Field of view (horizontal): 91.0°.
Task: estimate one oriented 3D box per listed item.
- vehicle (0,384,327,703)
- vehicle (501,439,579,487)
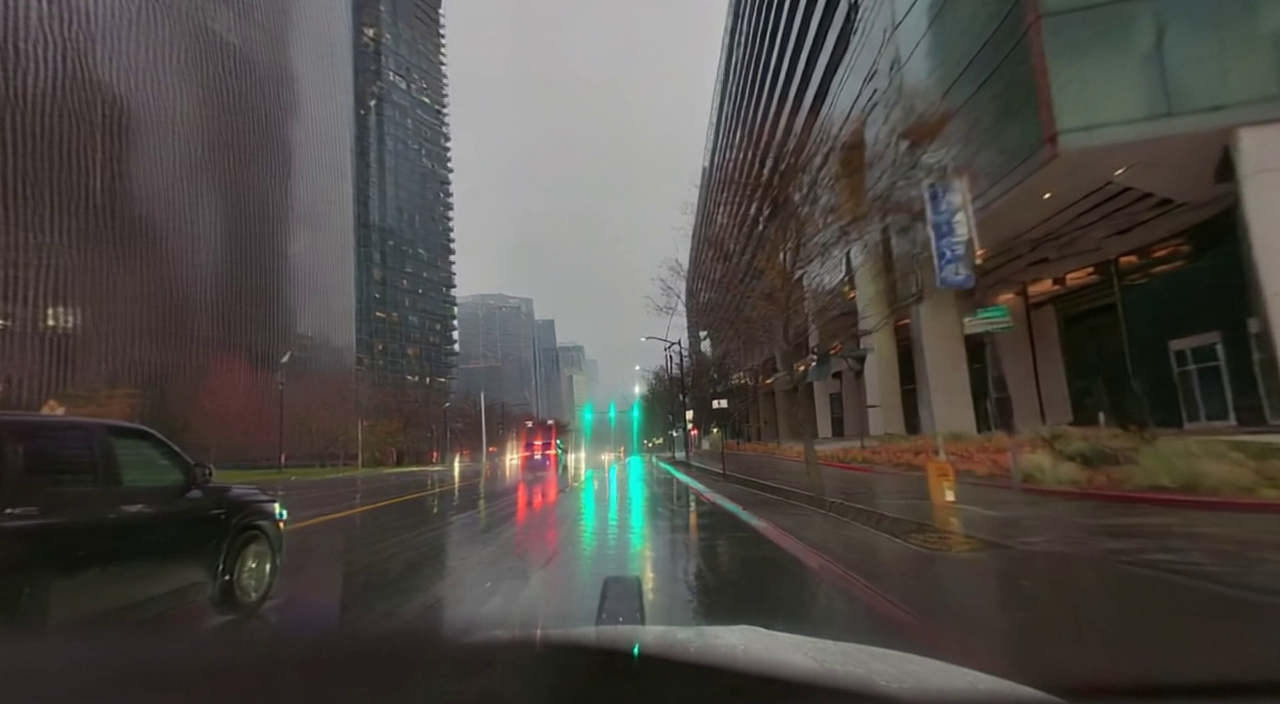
[{"bbox_3d":[-4.552,1.219,4.535,2.169,1.741,4.588,0,-9,1],"label":"vehicle"},{"bbox_3d":[-4.133,4.702,26.991,2.384,1.849,5.009,0,-9,1],"label":"vehicle"}]
